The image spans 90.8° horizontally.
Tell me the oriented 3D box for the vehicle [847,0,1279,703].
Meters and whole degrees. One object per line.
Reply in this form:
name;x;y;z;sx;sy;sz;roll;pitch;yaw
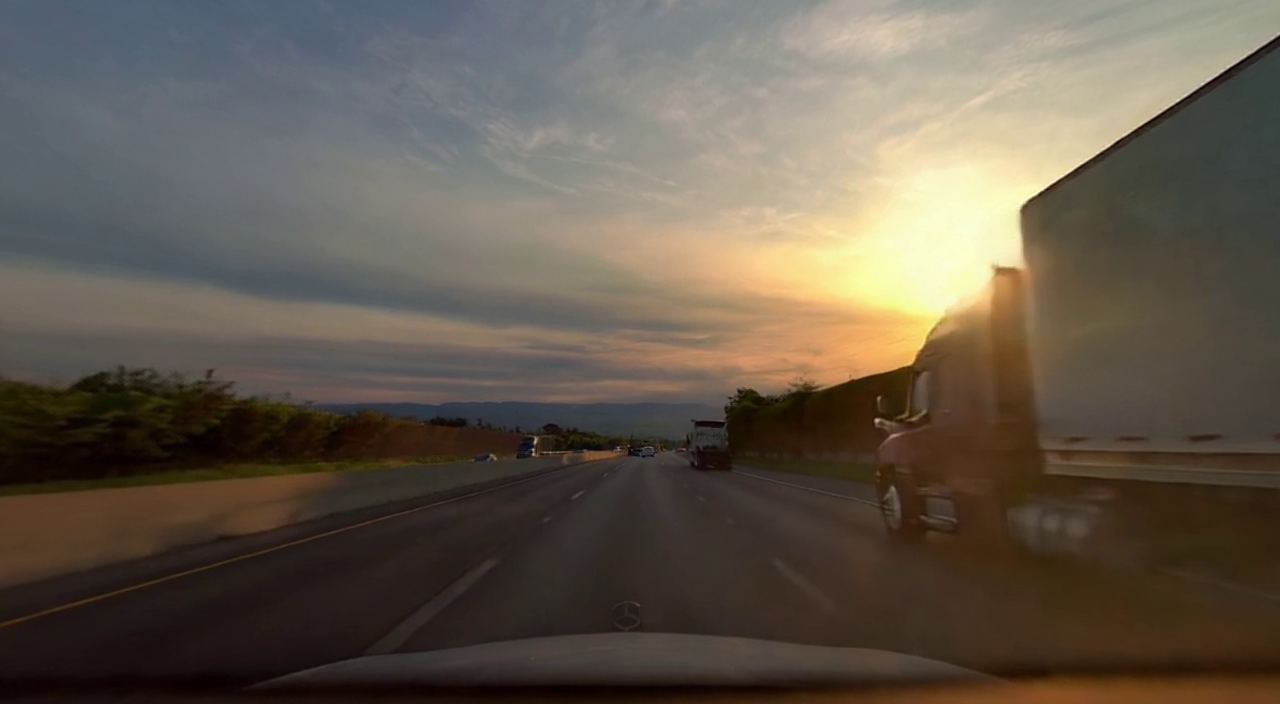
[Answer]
vehicle;4.369;-0.085;3.111;3.032;3.785;10.333;0;-9;-1

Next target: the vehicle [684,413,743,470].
vehicle;4.570;5.867;41.042;2.771;3.313;8.121;0;-9;0
